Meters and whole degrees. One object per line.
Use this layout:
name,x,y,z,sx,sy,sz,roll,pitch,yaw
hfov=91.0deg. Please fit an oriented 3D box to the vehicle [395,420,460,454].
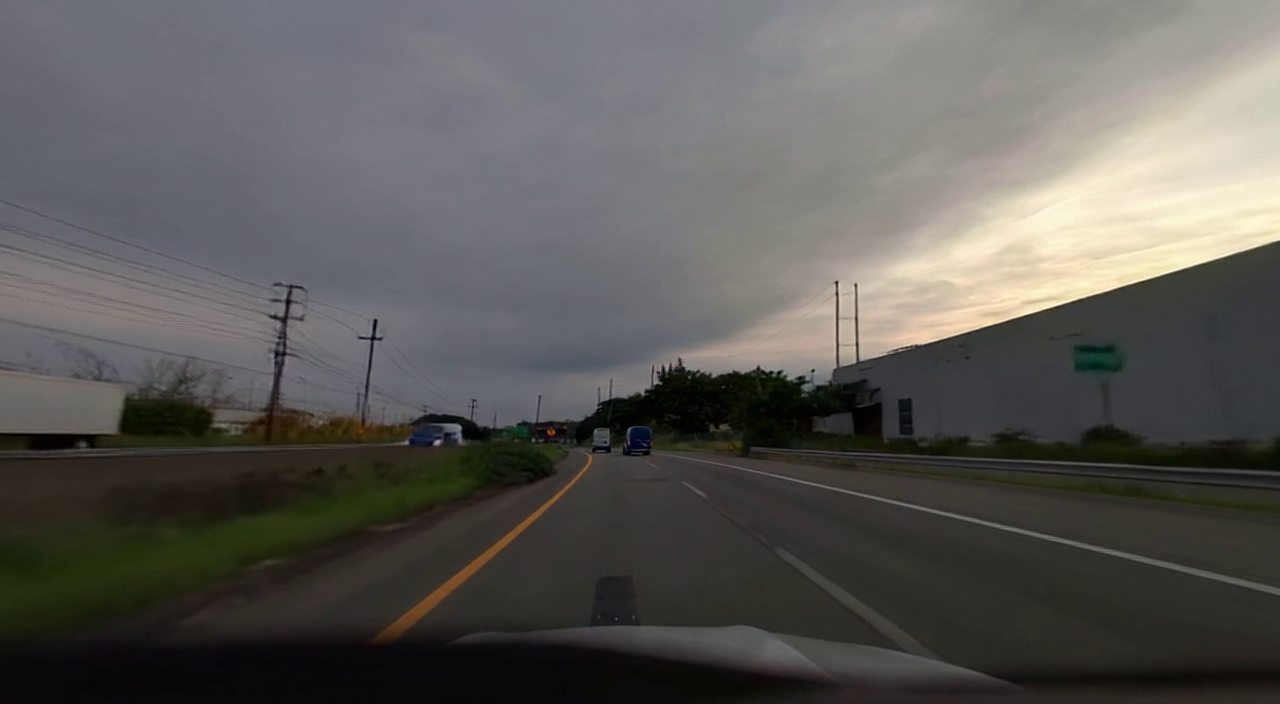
vehicle,-13.077,5.313,39.150,2.521,1.949,5.070,0,-8,-3

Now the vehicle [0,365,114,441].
vehicle,-29.877,1.946,25.926,3.085,3.337,16.445,3,-7,-3
